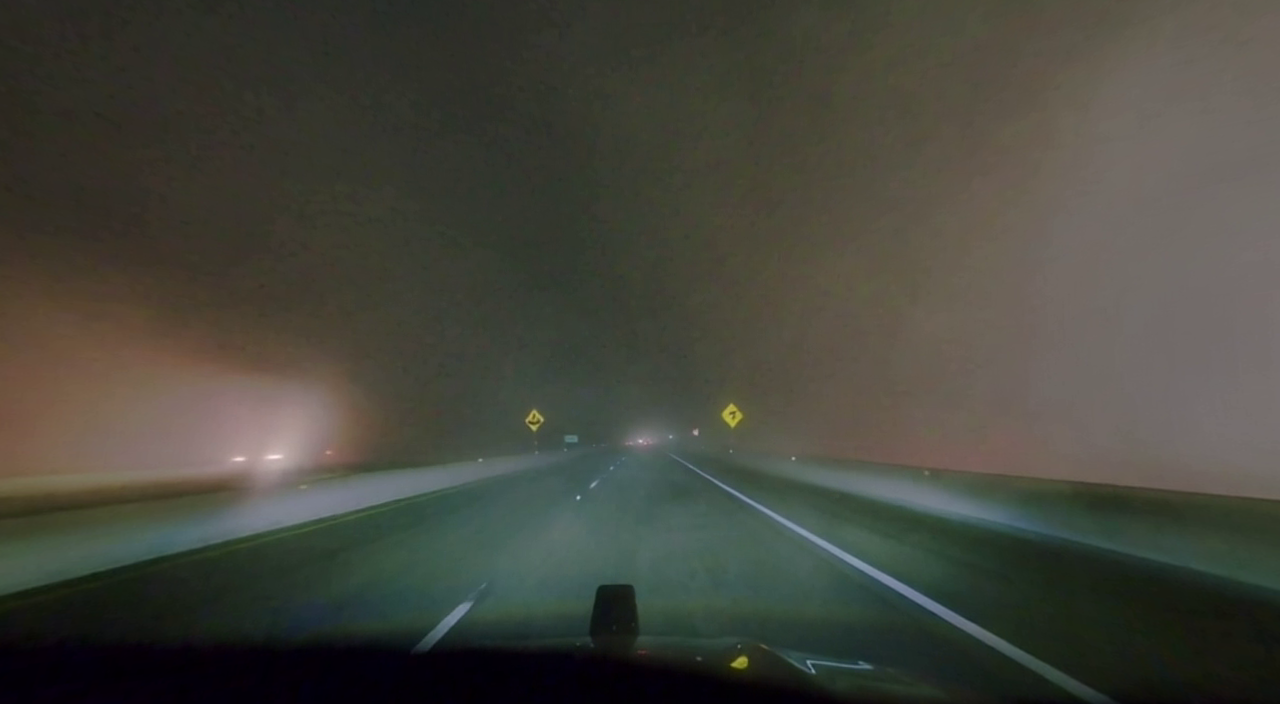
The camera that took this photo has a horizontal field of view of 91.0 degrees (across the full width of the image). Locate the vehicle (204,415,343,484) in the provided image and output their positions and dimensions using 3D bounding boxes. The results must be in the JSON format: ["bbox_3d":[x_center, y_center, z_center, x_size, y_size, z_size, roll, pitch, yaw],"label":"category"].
[{"bbox_3d":[-15.934,4.285,27.982,2.344,2.645,6.259,-1,-8,1],"label":"vehicle"}]
